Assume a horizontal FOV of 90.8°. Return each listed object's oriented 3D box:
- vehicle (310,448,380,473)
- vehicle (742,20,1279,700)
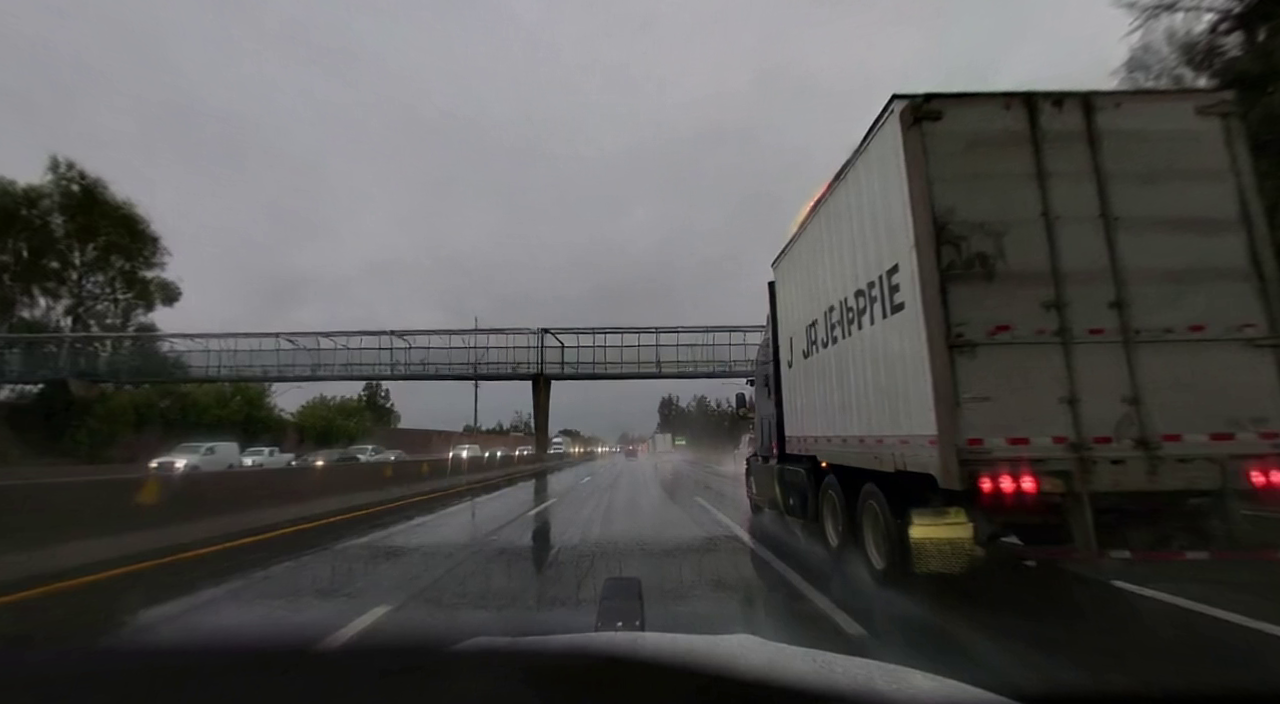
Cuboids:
[{"bbox_3d":[-17.553,6.455,37.791,2.164,1.436,4.171,0,-9,0],"label":"vehicle"},{"bbox_3d":[3.397,0.436,7.521,3.210,4.239,7.307,0,-9,1],"label":"vehicle"}]
